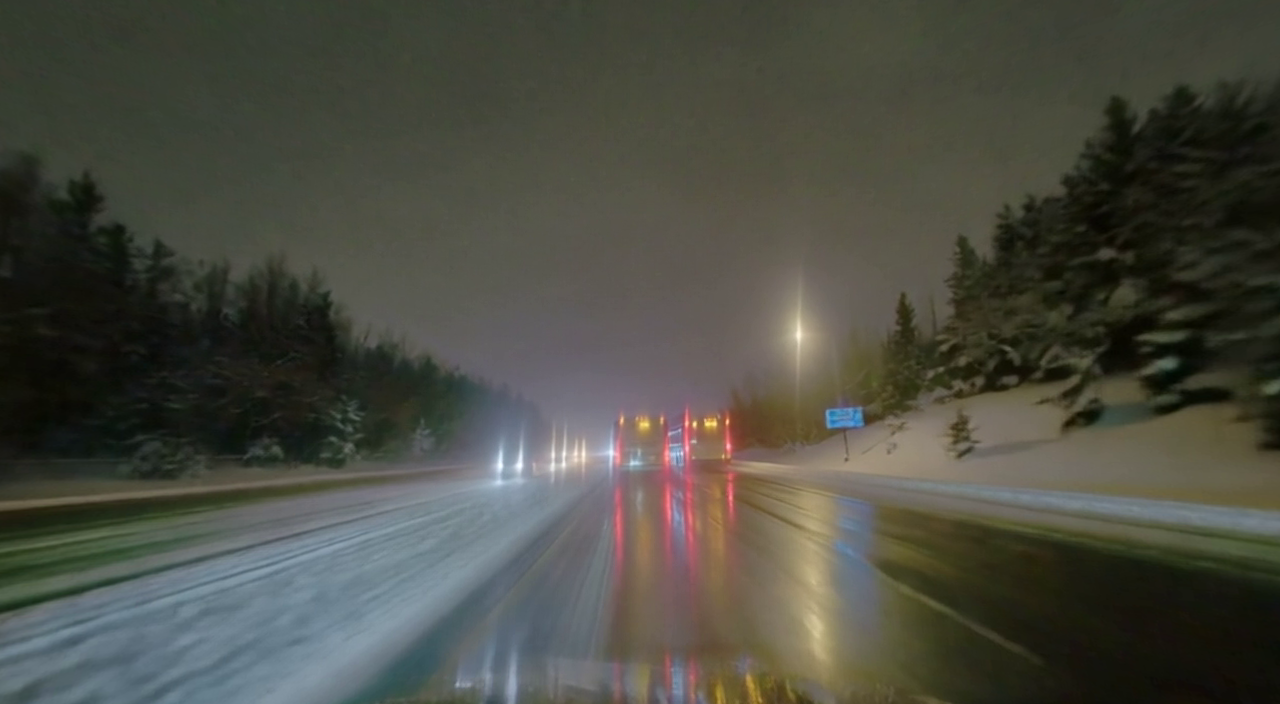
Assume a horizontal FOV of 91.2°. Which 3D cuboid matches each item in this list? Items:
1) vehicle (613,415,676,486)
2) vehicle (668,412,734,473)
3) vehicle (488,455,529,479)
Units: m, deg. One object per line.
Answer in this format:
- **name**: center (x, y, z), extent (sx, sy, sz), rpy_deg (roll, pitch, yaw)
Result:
- **vehicle**: center (0.072, 4.218, 26.836), extent (2.414, 2.675, 5.574), rpy_deg (0, -9, -2)
- **vehicle**: center (4.032, 6.560, 44.921), extent (3.074, 3.668, 12.805), rpy_deg (0, -9, -2)
- **vehicle**: center (-9.063, 7.921, 43.407), extent (1.893, 1.482, 4.464), rpy_deg (0, -9, 0)
